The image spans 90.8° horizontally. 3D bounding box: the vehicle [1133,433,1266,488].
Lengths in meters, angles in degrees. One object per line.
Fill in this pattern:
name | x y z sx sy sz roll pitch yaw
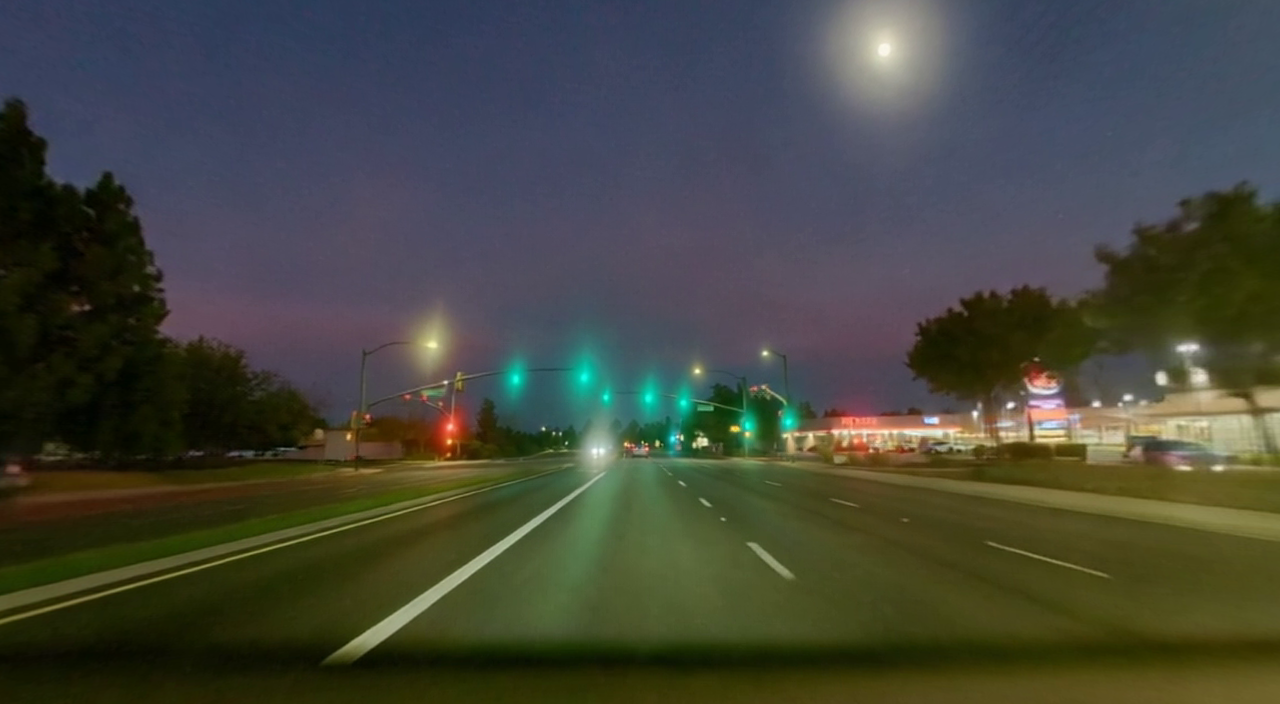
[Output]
vehicle | 19.574 3.752 22.062 4.717 1.714 1.985 5 -10 -31
